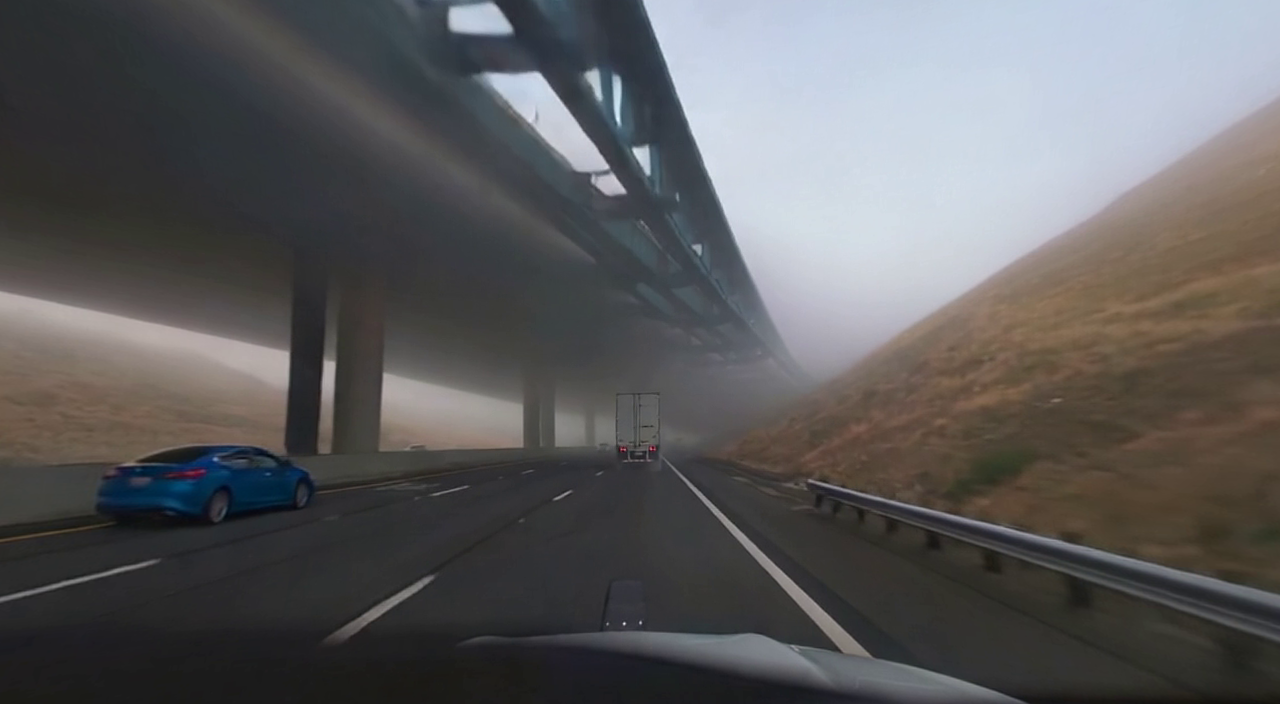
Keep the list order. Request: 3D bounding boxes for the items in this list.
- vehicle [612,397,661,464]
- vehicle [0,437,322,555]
[{"bbox_3d":[-0.161,5.494,43.249,2.866,4.014,11.261,0,-8,1],"label":"vehicle"},{"bbox_3d":[-7.527,2.202,10.482,2.078,1.496,4.563,0,-8,1],"label":"vehicle"}]
